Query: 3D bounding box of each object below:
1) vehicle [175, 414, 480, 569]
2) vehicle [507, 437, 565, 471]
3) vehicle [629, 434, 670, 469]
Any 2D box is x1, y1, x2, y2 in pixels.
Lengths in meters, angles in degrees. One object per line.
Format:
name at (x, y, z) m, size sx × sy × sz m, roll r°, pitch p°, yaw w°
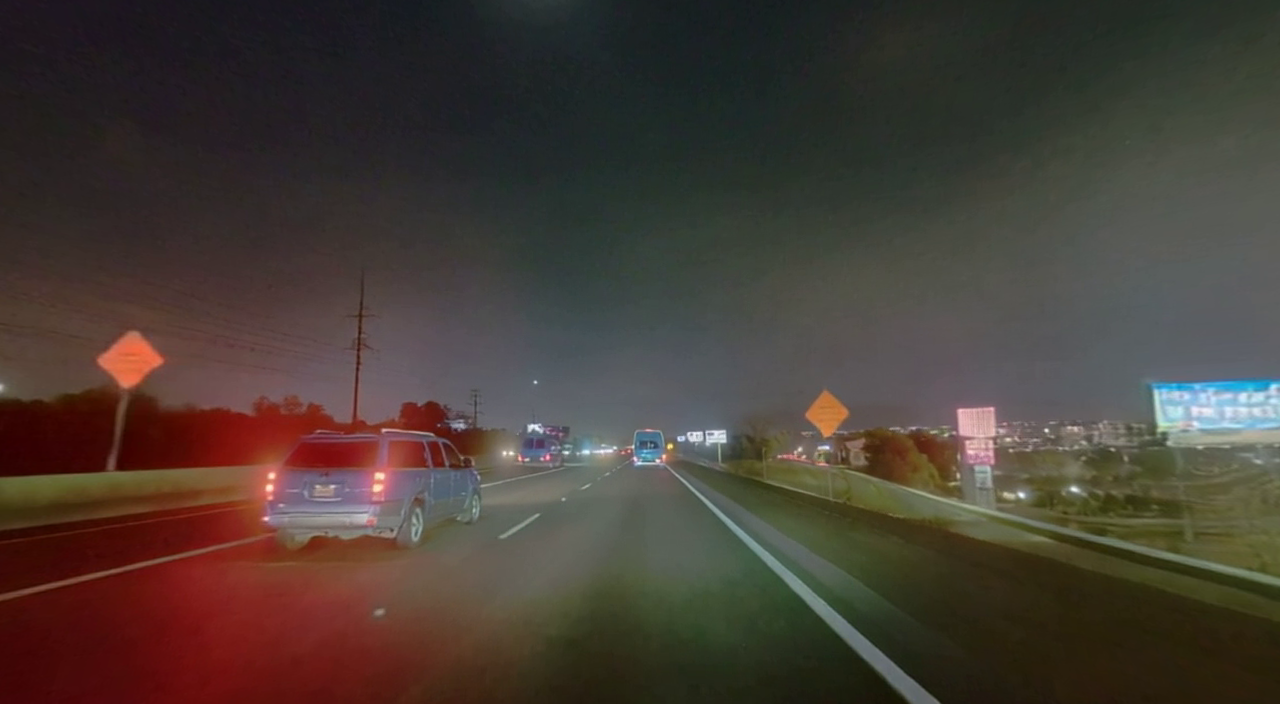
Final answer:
vehicle at (-4.146, 1.929, 9.528) m, size 2.145 × 1.730 × 4.729 m, roll 0°, pitch -8°, yaw 1°
vehicle at (-6.854, 6.843, 42.407) m, size 2.695 × 2.084 × 6.836 m, roll 0°, pitch -8°, yaw 1°
vehicle at (0.682, 7.100, 45.012) m, size 2.692 × 2.279 × 5.695 m, roll 0°, pitch -8°, yaw 1°
